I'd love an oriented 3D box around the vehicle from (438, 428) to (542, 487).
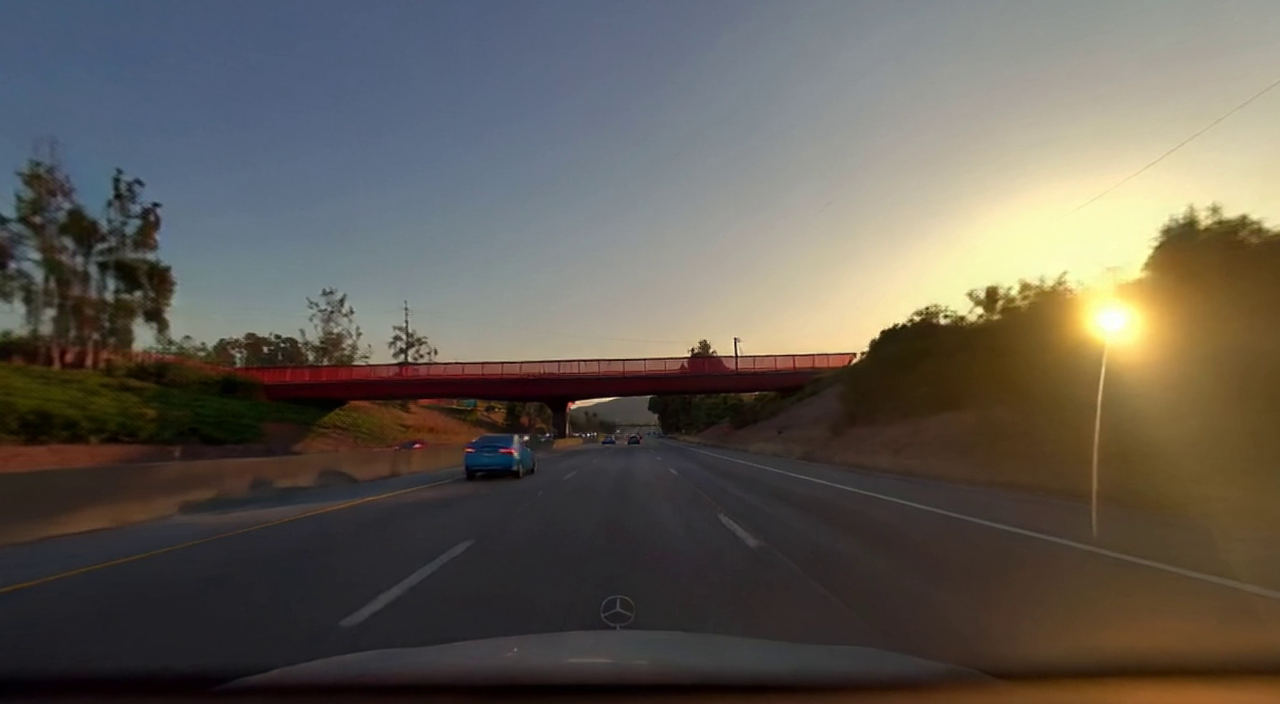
[{"bbox_3d":[-4.324,3.097,18.976,2.074,1.535,4.437,0,-8,0],"label":"vehicle"}]
